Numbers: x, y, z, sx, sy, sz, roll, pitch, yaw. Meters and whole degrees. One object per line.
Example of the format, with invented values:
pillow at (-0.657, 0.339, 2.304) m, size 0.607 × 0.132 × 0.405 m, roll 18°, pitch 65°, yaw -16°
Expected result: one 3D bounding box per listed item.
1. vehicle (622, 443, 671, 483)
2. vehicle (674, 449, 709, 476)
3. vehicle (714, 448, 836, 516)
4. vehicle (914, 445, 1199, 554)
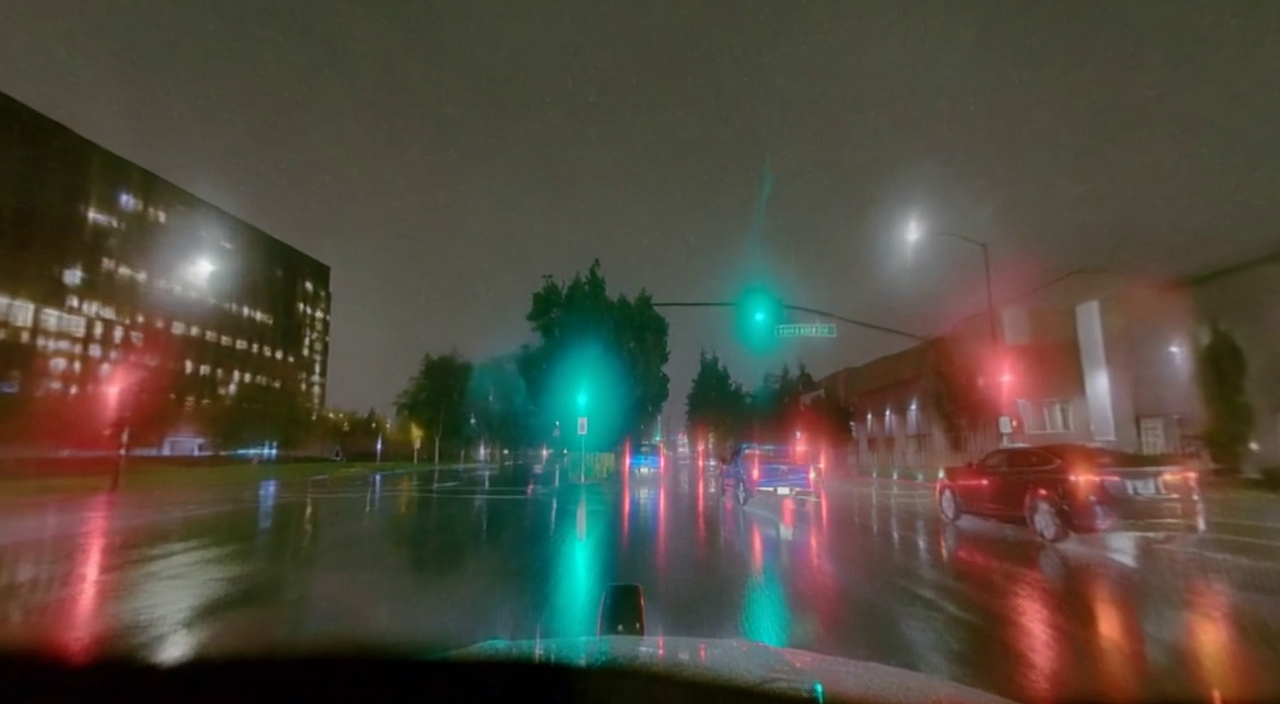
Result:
vehicle at (0.349, 5.659, 32.588) m, size 2.344 × 1.883 × 4.572 m, roll 0°, pitch -9°, yaw 1°
vehicle at (3.554, 7.718, 44.464) m, size 2.013 × 1.742 × 4.424 m, roll 0°, pitch -9°, yaw 0°
vehicle at (3.245, 3.227, 16.225) m, size 2.057 × 1.463 × 4.365 m, roll 0°, pitch -9°, yaw -1°
vehicle at (6.717, 2.369, 11.010) m, size 1.855 × 1.469 × 4.598 m, roll 0°, pitch -9°, yaw 0°
